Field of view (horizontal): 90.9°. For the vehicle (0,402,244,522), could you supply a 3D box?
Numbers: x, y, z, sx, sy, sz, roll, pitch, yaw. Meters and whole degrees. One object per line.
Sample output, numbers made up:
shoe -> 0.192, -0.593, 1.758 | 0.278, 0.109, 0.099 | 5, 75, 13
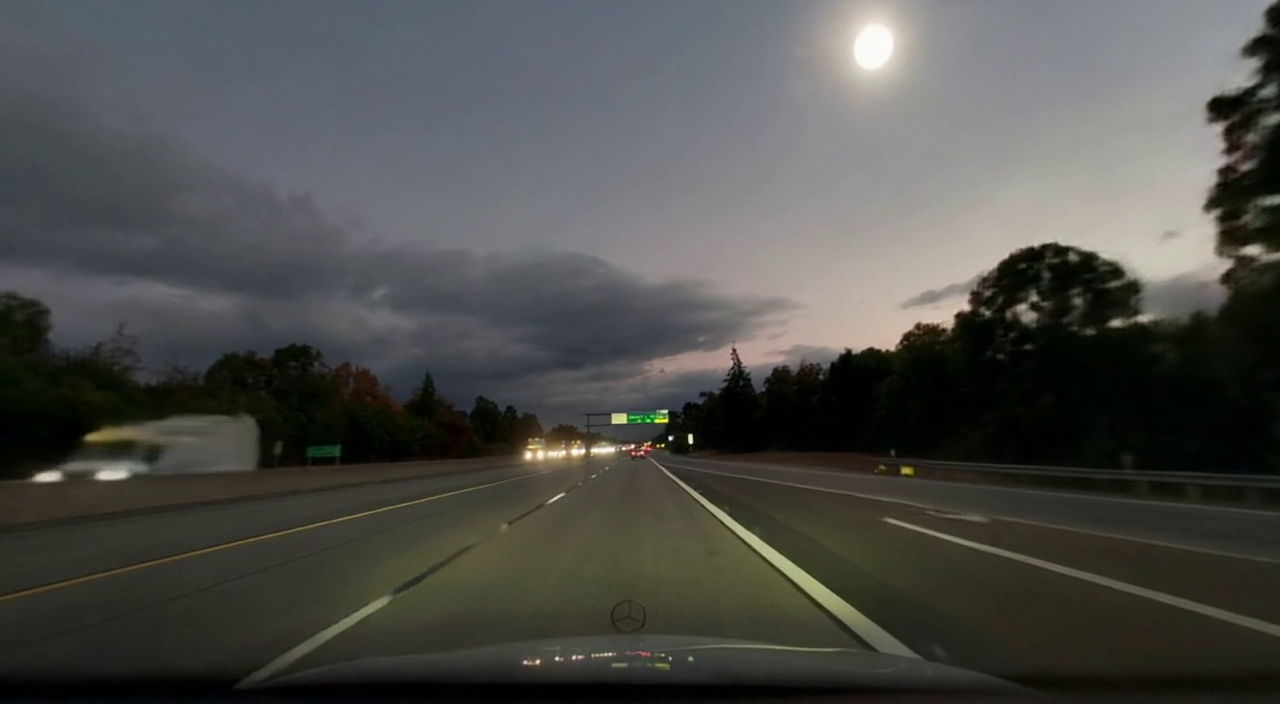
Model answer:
vehicle -> -14.123, 2.993, 17.485 | 2.285, 2.710, 6.085 | 0, -9, -1
